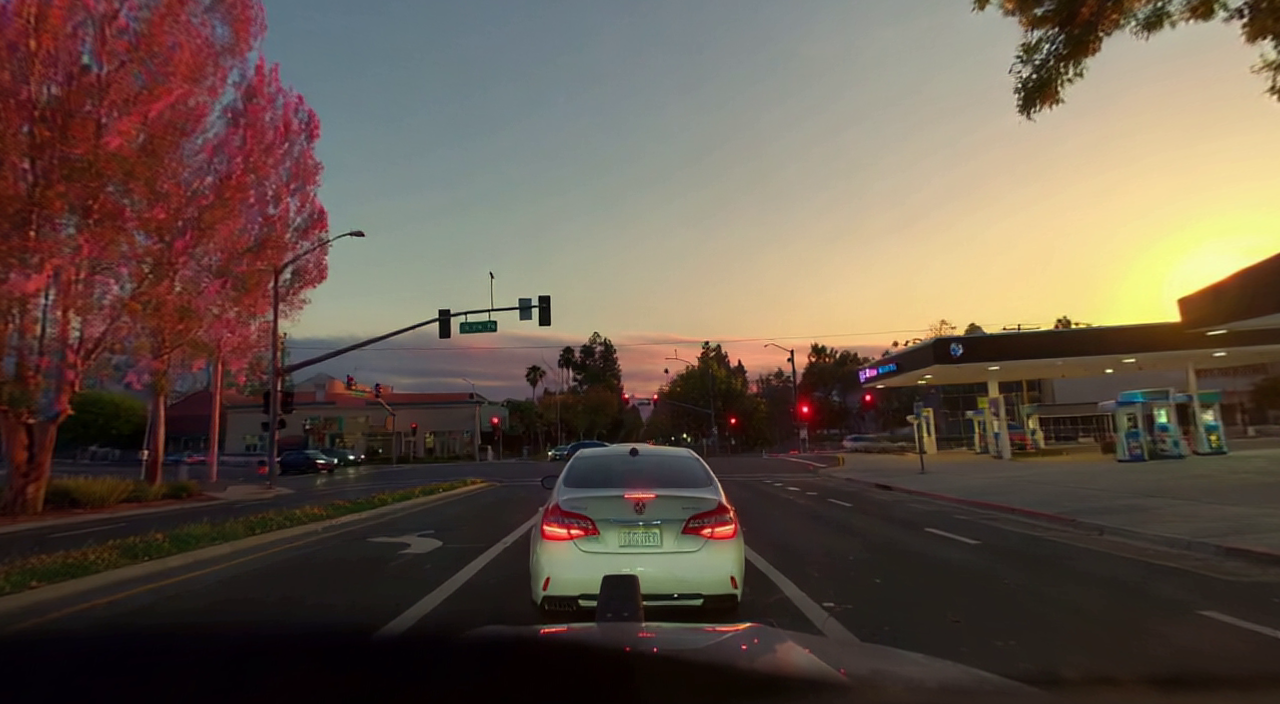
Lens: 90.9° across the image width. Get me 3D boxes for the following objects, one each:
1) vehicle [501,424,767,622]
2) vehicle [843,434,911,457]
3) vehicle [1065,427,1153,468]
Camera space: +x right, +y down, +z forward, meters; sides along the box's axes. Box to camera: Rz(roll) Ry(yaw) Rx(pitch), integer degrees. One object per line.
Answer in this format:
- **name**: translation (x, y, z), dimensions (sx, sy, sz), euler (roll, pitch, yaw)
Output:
- **vehicle**: translation (-0.045, 1.601, 6.889), dimensions (2.010, 1.482, 4.057), euler (0, -8, 0)
- **vehicle**: translation (16.344, 6.491, 43.621), dimensions (3.975, 1.563, 1.755), euler (-1, -8, 4)
- **vehicle**: translation (18.569, 3.757, 24.889), dimensions (4.091, 1.495, 2.053), euler (8, -12, -44)
